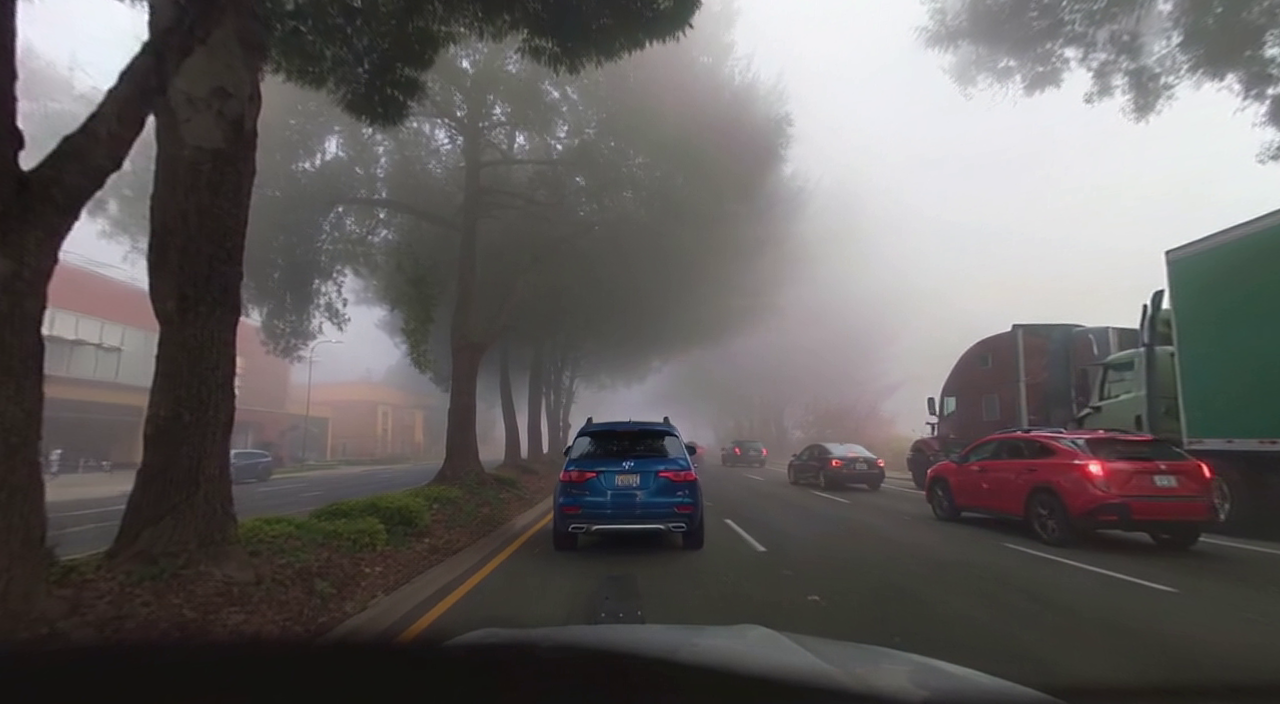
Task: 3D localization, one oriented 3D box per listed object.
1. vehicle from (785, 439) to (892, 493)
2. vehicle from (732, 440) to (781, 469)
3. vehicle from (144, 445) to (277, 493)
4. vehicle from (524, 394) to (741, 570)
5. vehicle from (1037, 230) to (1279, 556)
[{"bbox_3d":[6.273,3.640,20.585,2.035,1.553,4.465,0,-9,0],"label":"vehicle"},{"bbox_3d":[6.479,5.741,35.649,1.914,1.523,4.287,0,-9,-1],"label":"vehicle"},{"bbox_3d":[-19.248,5.223,28.712,2.302,1.939,5.221,0,-9,1],"label":"vehicle"},{"bbox_3d":[-0.115,1.706,8.952,2.320,1.880,4.192,0,-9,-1],"label":"vehicle"},{"bbox_3d":[9.968,-0.035,4.582,2.879,4.284,17.334,0,-9,0],"label":"vehicle"}]
